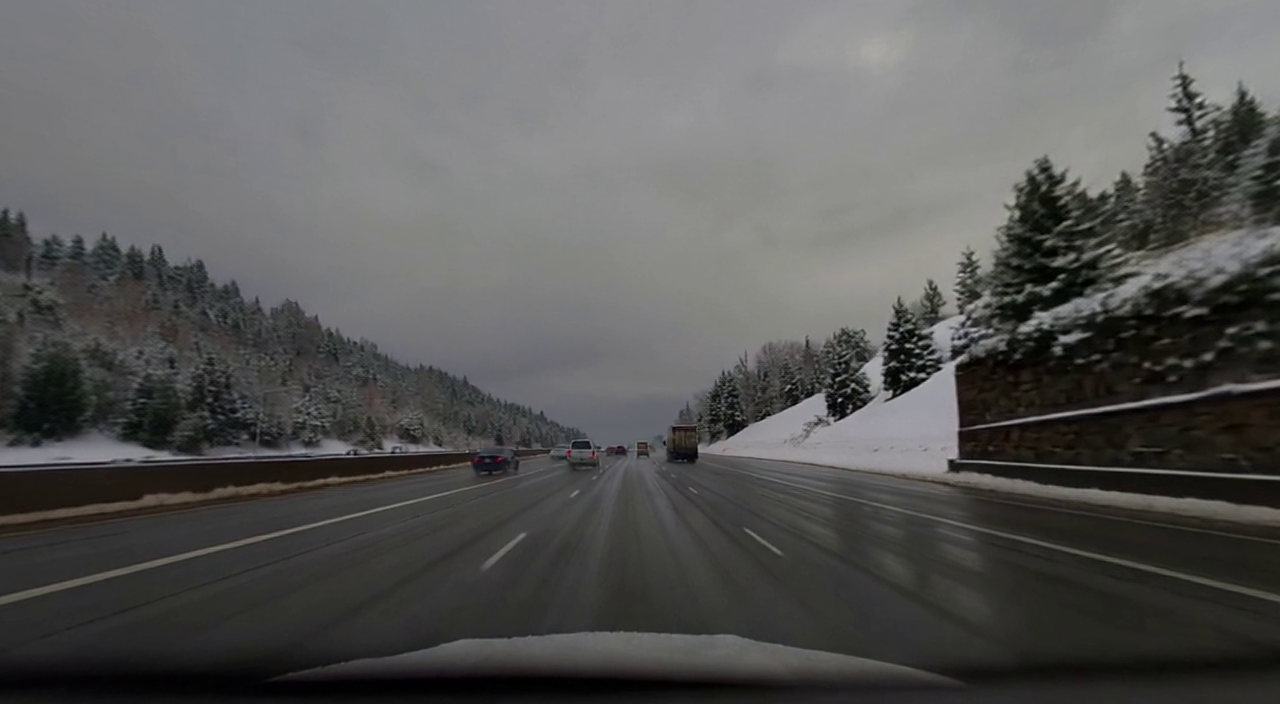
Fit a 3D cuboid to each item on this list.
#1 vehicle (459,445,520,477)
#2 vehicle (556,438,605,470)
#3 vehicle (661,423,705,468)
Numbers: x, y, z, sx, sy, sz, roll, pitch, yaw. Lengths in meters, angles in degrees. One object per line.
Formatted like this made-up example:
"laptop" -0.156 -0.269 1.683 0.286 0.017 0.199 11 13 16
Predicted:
"vehicle" -7.852 5.713 33.396 2.102 1.522 4.394 0 -8 0
"vehicle" -3.955 6.945 43.123 2.720 2.041 5.432 0 -8 1
"vehicle" 3.168 7.155 48.445 2.795 3.187 7.205 0 -8 0
